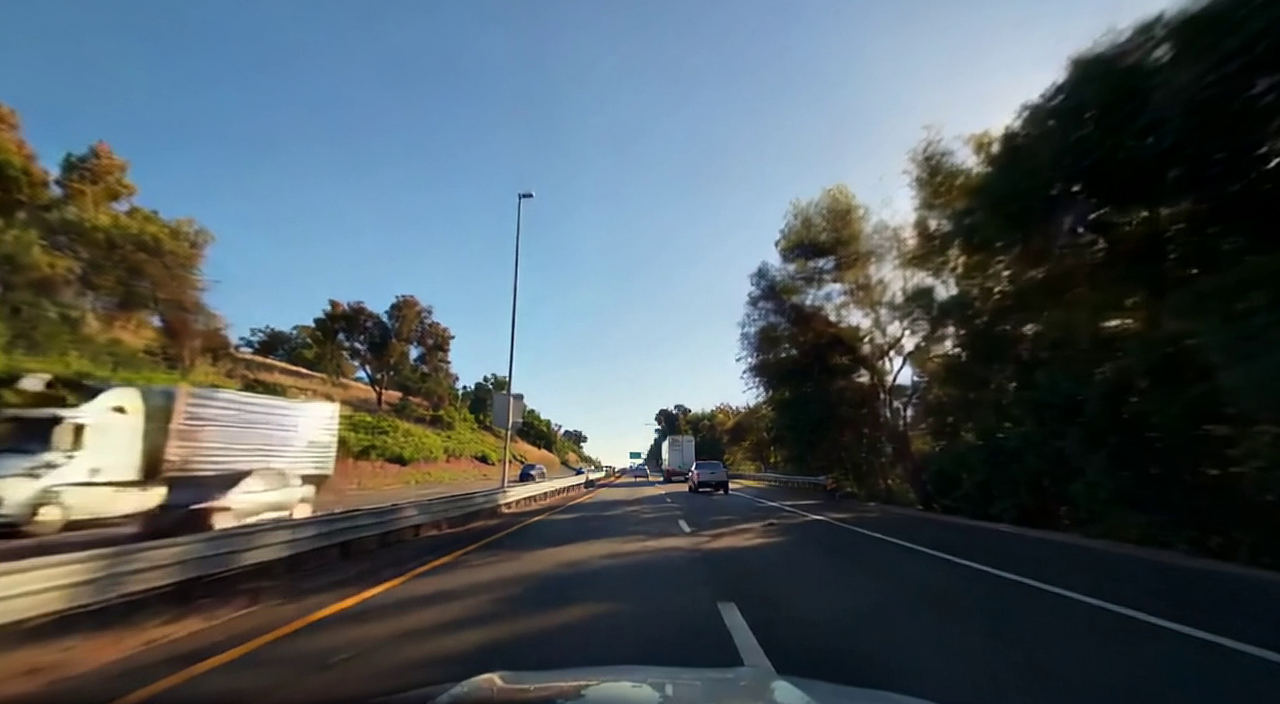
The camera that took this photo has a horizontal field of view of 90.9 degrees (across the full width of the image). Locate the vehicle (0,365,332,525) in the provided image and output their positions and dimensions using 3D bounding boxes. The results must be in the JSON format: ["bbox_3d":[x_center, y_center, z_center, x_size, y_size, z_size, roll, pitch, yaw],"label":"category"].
[{"bbox_3d":[-14.403,3.219,20.870,2.926,3.944,10.427,1,-10,1],"label":"vehicle"}]

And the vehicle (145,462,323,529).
[{"bbox_3d":[-10.095,3.581,16.112,1.881,1.438,3.903,1,-10,1],"label":"vehicle"}]

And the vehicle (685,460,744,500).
[{"bbox_3d":[3.331,5.836,28.975,2.124,1.662,4.641,1,-10,0],"label":"vehicle"}]
